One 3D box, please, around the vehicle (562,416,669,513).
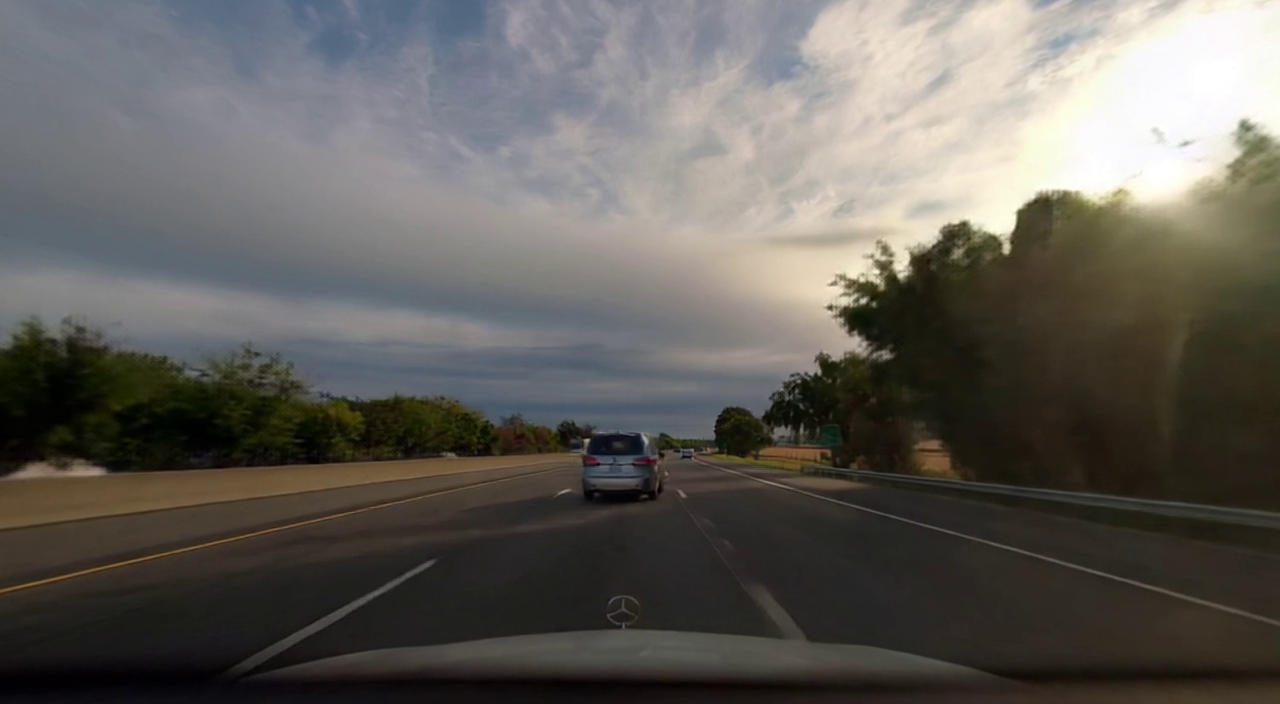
[{"bbox_3d":[-0.414,2.781,15.896,2.219,2.033,4.911,-1,-9,3],"label":"vehicle"}]
